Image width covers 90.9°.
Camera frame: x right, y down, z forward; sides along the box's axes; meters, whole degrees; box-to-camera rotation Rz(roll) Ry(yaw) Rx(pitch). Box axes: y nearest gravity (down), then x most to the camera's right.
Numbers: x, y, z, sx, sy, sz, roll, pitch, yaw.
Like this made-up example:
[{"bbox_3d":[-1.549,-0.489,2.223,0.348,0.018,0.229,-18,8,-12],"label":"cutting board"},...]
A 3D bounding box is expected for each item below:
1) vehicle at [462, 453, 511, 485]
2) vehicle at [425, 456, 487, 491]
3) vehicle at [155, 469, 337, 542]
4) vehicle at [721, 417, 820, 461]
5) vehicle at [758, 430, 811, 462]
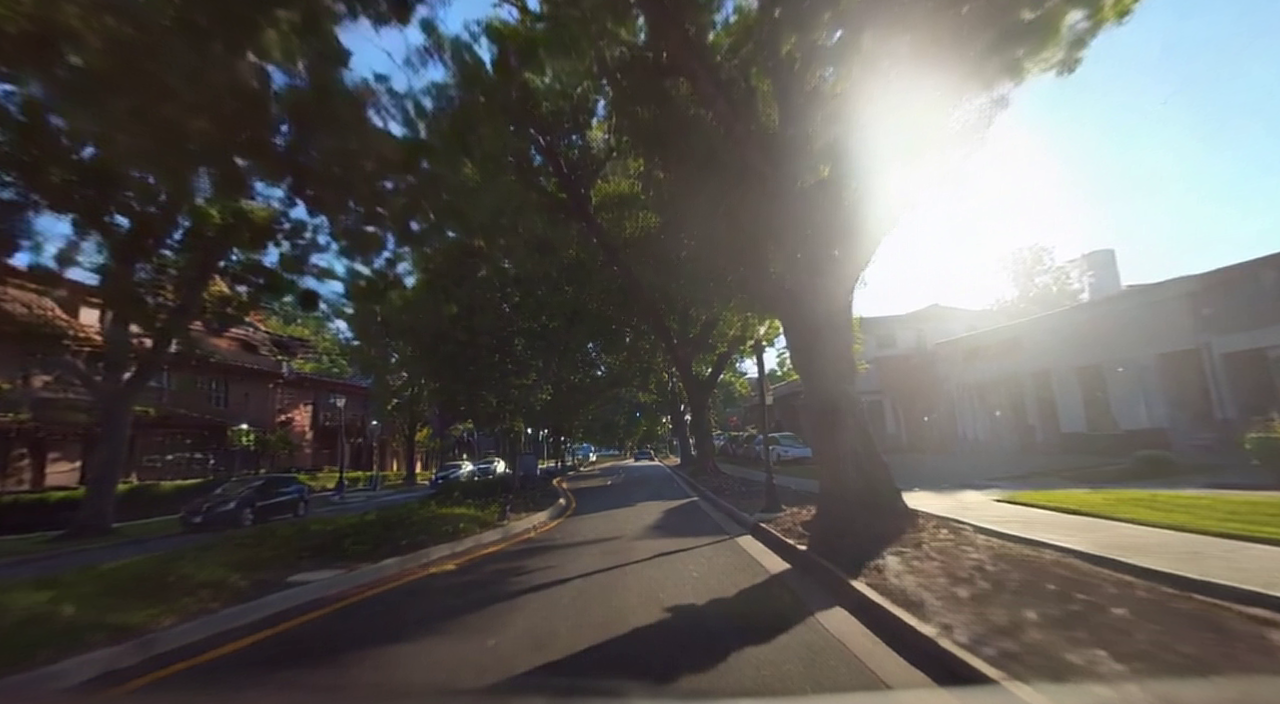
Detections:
[{"bbox_3d":[-10.083,7.700,41.751,2.006,1.810,4.844,-5,-9,-1],"label":"vehicle"},{"bbox_3d":[-10.418,6.875,36.004,1.995,1.657,4.609,-5,-9,2],"label":"vehicle"},{"bbox_3d":[-10.148,3.958,16.782,1.892,1.484,4.576,0,-9,0],"label":"vehicle"},{"bbox_3d":[8.903,6.013,43.212,6.019,2.672,2.563,-6,-10,27],"label":"vehicle"},{"bbox_3d":[8.667,5.733,38.252,1.999,1.753,4.995,-1,-9,-1],"label":"vehicle"}]
